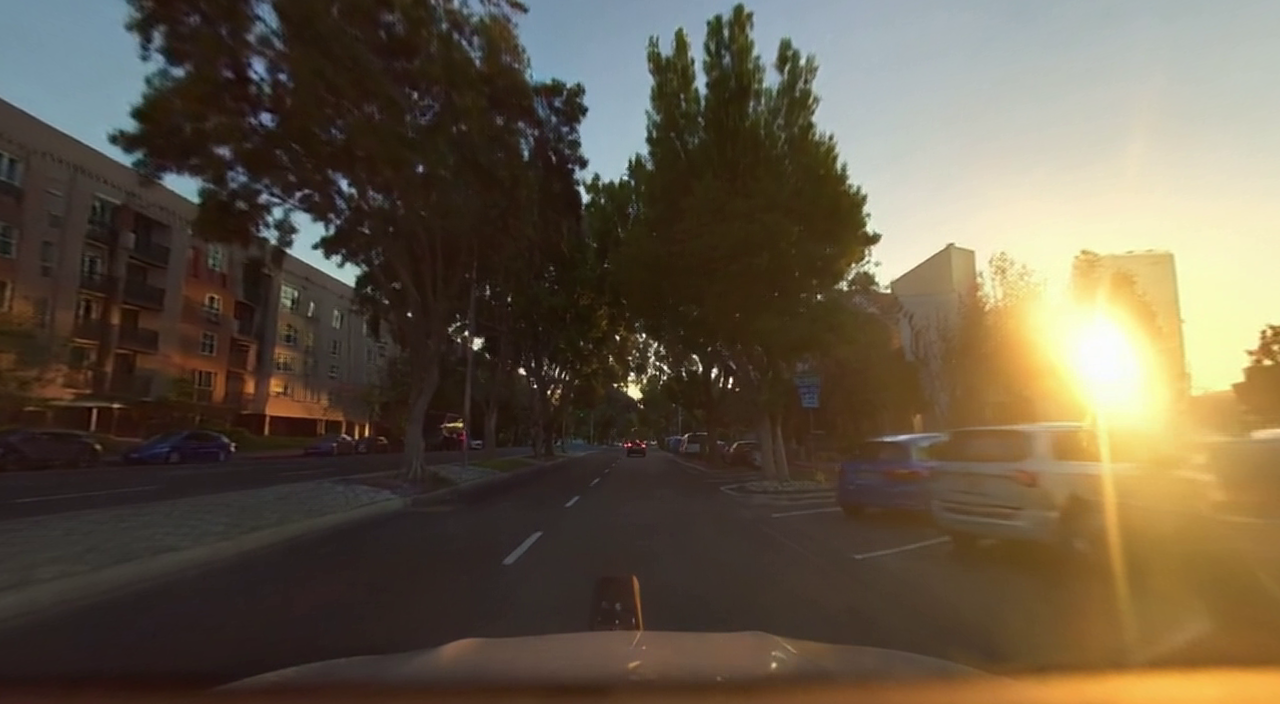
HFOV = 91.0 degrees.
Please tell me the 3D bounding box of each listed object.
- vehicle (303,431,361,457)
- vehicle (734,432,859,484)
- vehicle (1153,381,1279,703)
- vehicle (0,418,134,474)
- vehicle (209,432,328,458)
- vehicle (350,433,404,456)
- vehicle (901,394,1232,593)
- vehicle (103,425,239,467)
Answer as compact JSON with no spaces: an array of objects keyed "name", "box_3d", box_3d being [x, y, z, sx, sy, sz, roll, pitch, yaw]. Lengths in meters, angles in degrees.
[{"name":"vehicle","box_3d":[-19.081,5.721,39.144,1.792,1.554,3.682,0,-8,-1]},{"name":"vehicle","box_3d":[5.055,3.359,20.238,3.765,1.497,1.831,5,-10,-35]},{"name":"vehicle","box_3d":[4.752,0.967,3.508,3.531,1.529,1.903,5,-10,-35]},{"name":"vehicle","box_3d":[-18.369,2.891,19.332,1.811,1.502,4.639,-1,-8,-1]},{"name":"vehicle","box_3d":[-19.106,4.856,32.854,2.389,1.206,6.247,-1,-8,1]},{"name":"vehicle","box_3d":[-18.778,6.630,45.136,1.909,1.518,4.459,-1,-8,1]},{"name":"vehicle","box_3d":[4.909,1.433,7.144,3.689,1.643,1.844,6,-10,-36]},{"name":"vehicle","box_3d":[-18.662,3.794,25.396,1.869,1.494,4.833,0,-8,-1]}]
